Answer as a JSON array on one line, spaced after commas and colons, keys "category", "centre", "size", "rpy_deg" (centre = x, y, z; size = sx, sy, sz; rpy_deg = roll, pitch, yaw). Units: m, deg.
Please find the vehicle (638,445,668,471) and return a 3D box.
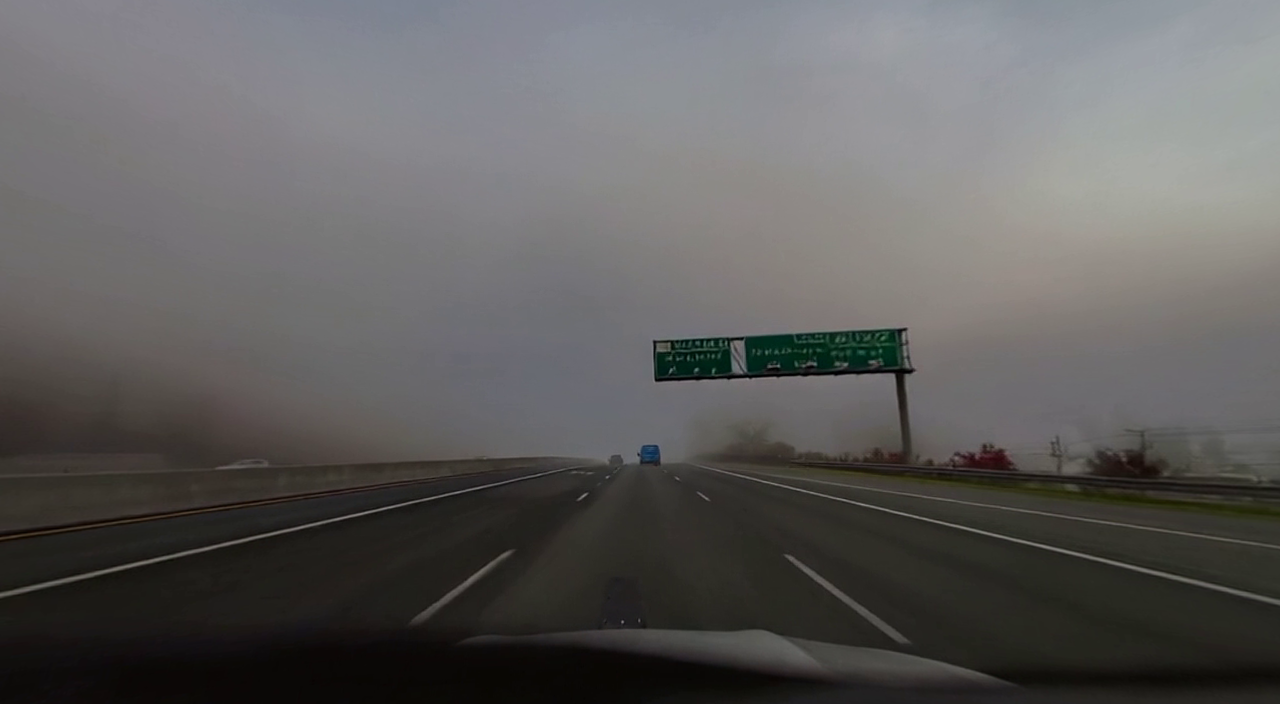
[{"category": "vehicle", "centre": [0.952, 8.309, 49.379], "size": [2.219, 1.927, 4.409], "rpy_deg": [0, -9, 0]}]
